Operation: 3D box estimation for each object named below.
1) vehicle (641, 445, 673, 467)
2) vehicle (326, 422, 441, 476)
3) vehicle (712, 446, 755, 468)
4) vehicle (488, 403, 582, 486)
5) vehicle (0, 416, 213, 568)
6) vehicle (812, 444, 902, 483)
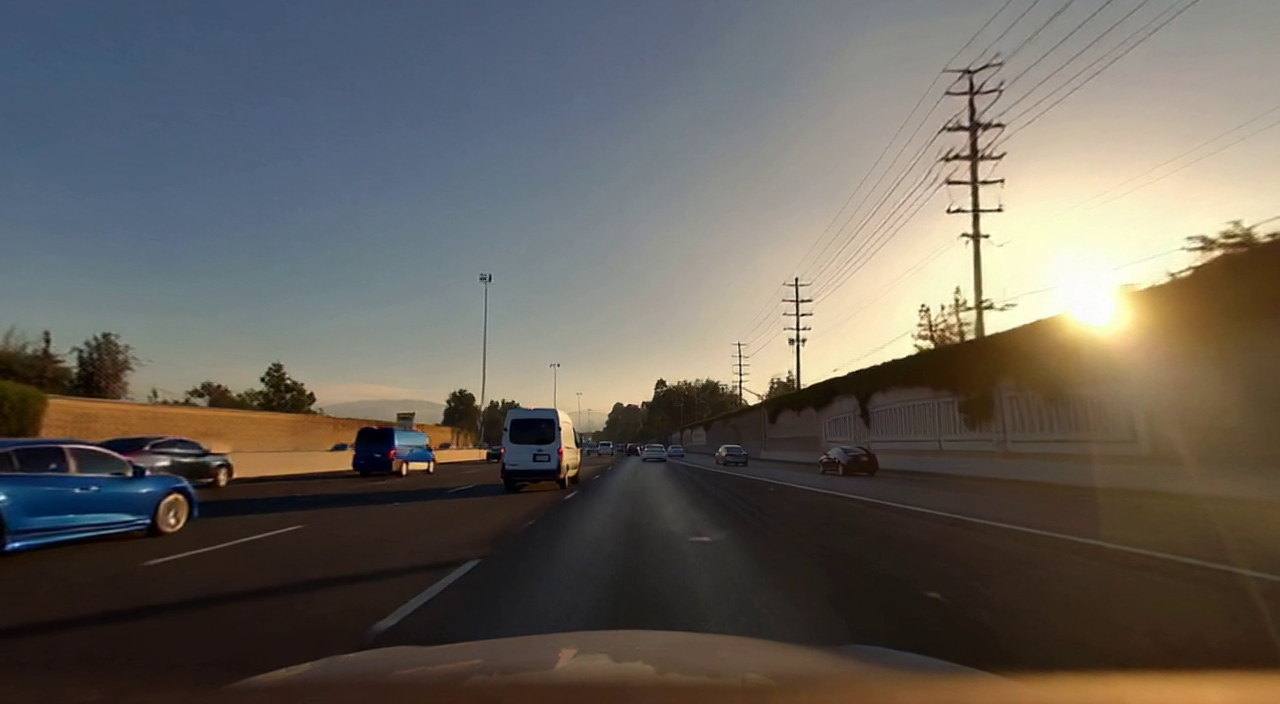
[{"bbox_3d":[1.173,7.477,45.394,2.084,1.492,4.137,0,-9,-1],"label":"vehicle"},{"bbox_3d":[-11.379,4.402,28.630,2.596,2.162,6.328,0,-9,0],"label":"vehicle"},{"bbox_3d":[6.611,7.500,45.106,2.095,1.504,4.536,0,-9,-4],"label":"vehicle"},{"bbox_3d":[-3.658,3.438,23.313,2.395,2.660,5.827,0,-9,1],"label":"vehicle"},{"bbox_3d":[-7.484,1.564,7.281,1.967,1.525,4.458,0,-9,0],"label":"vehicle"},{"bbox_3d":[9.007,4.660,26.592,2.052,1.470,4.364,0,-9,-3],"label":"vehicle"}]
